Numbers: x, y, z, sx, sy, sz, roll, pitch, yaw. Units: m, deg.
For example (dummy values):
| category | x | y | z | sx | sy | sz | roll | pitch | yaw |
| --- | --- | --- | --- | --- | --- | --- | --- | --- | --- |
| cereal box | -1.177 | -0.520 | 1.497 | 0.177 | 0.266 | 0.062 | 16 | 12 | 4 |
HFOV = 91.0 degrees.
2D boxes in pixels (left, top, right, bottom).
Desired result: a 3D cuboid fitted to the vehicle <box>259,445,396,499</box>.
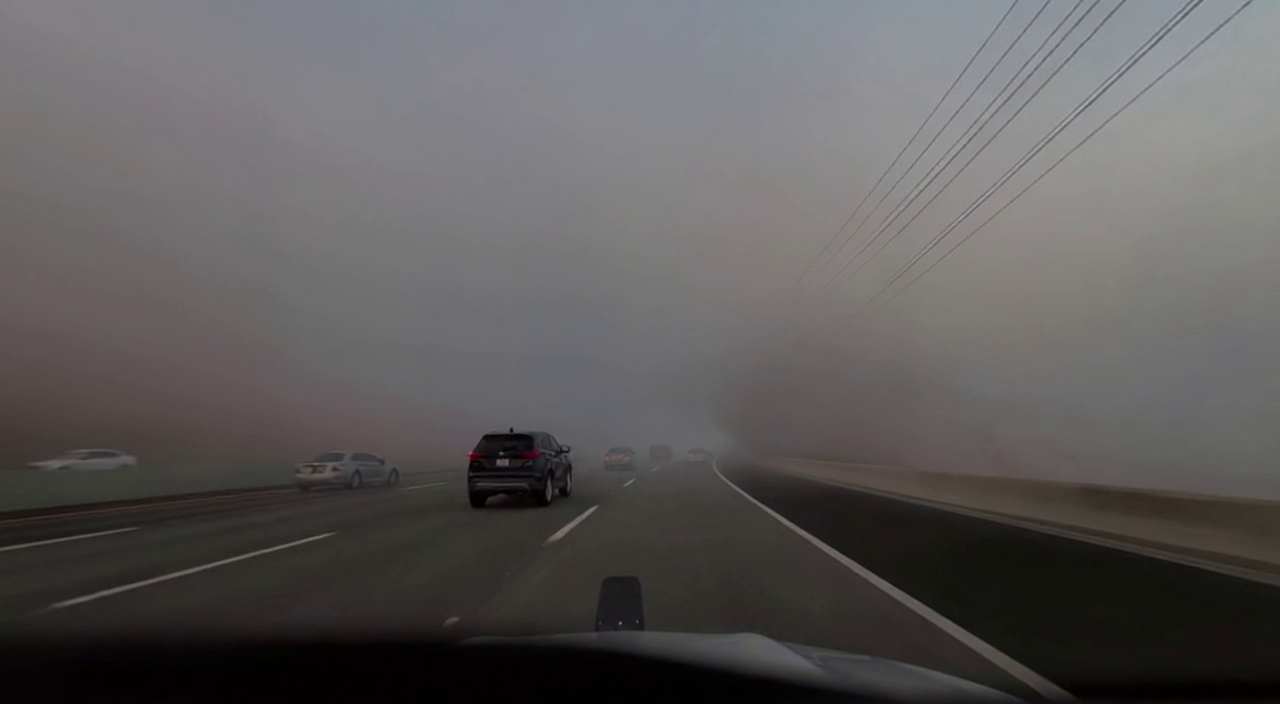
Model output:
| category | x | y | z | sx | sy | sz | roll | pitch | yaw |
| --- | --- | --- | --- | --- | --- | --- | --- | --- | --- |
| vehicle | -9.858 | 3.790 | 20.326 | 1.954 | 1.517 | 4.378 | -1 | -9 | 3 |

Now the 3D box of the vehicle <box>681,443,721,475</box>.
| category | x | y | z | sx | sy | sz | roll | pitch | yaw |
| --- | --- | --- | --- | --- | --- | --- | --- | --- | --- |
| vehicle | 3.349 | 5.883 | 34.847 | 2.038 | 1.677 | 4.219 | -1 | -9 | 5 |

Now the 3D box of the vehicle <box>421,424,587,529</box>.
| category | x | y | z | sx | sy | sz | roll | pitch | yaw |
| --- | --- | --- | --- | --- | --- | --- | --- | --- | --- |
| vehicle | -2.588 | 2.549 | 13.541 | 2.202 | 1.801 | 4.959 | -1 | -9 | 3 |

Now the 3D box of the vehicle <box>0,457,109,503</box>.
| category | x | y | z | sx | sy | sz | roll | pitch | yaw |
| --- | --- | --- | --- | --- | --- | --- | --- | --- | --- |
| vehicle | -23.177 | 4.791 | 23.917 | 1.841 | 1.523 | 4.494 | -1 | -9 | 4 |

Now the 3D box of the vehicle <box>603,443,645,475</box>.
| category | x | y | z | sx | sy | sz | roll | pitch | yaw |
| --- | --- | --- | --- | --- | --- | --- | --- | --- | --- |
| vehicle | -0.852 | 6.133 | 36.289 | 1.976 | 1.688 | 4.124 | -1 | -9 | 5 |
